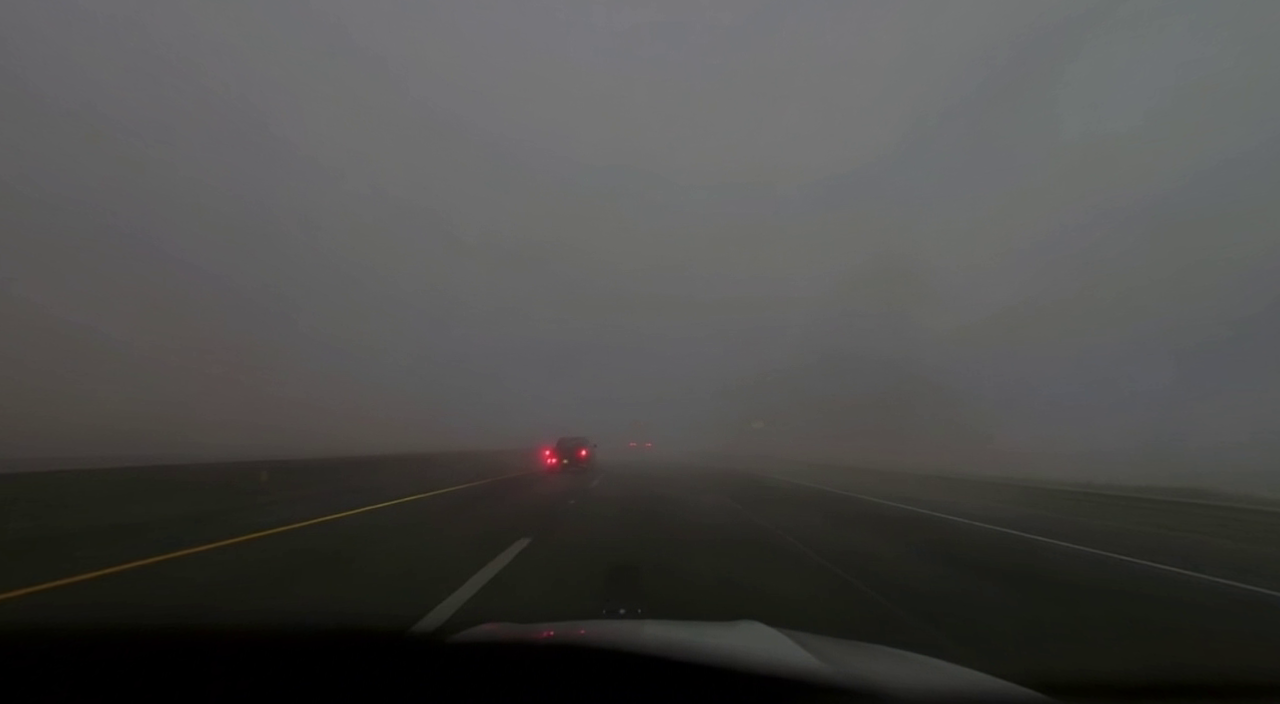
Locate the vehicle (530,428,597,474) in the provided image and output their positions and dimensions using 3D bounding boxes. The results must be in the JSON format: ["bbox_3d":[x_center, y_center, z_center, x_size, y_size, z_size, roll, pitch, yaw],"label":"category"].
[{"bbox_3d":[-3.425,4.616,29.501,2.379,1.918,5.504,0,-8,1],"label":"vehicle"}]
